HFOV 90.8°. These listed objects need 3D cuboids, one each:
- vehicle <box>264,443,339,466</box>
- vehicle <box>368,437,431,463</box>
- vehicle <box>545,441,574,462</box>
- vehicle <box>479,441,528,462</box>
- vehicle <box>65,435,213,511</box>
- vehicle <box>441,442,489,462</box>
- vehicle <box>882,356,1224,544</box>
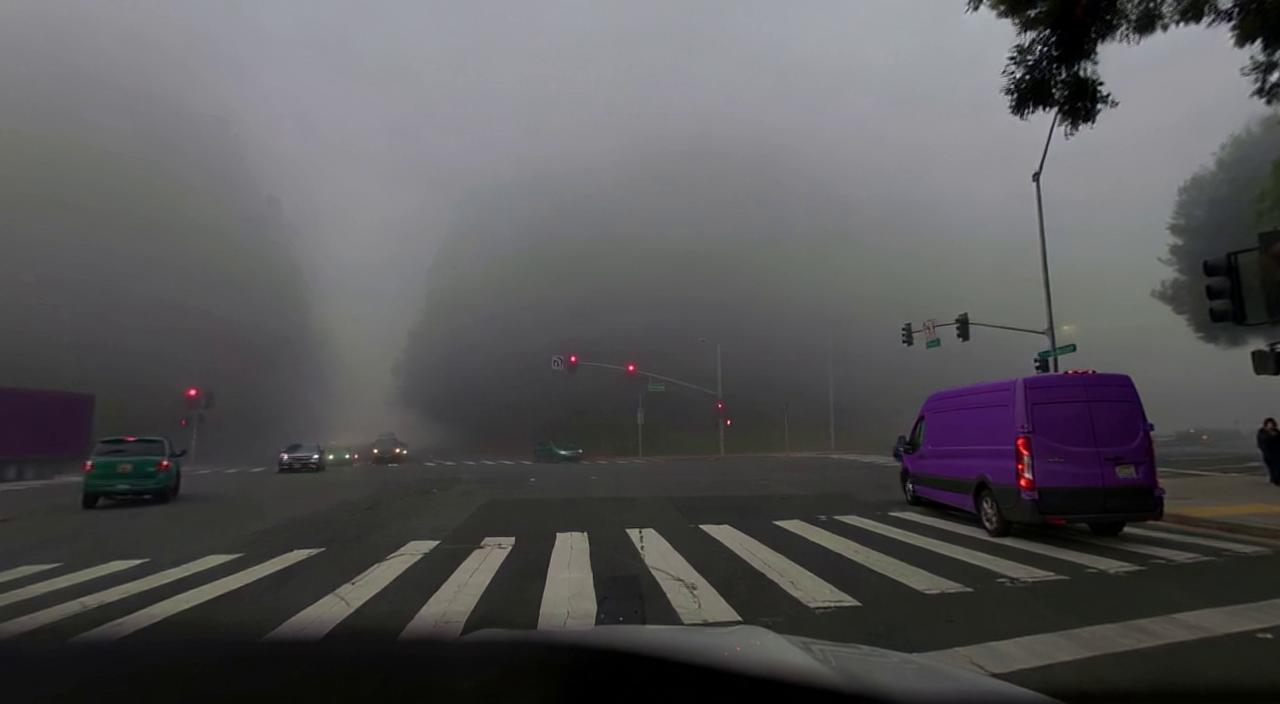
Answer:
[{"bbox_3d":[-21.834,6.643,40.998,1.859,1.415,4.591,-1,-9,8],"label":"vehicle"},{"bbox_3d":[-17.383,7.150,46.000,2.189,1.753,4.785,-1,-9,8],"label":"vehicle"},{"bbox_3d":[-5.593,6.951,44.236,1.907,1.409,3.909,1,-9,-7],"label":"vehicle"},{"bbox_3d":[-10.145,7.468,47.401,2.097,1.484,4.596,-1,-9,7],"label":"vehicle"},{"bbox_3d":[-11.697,2.788,15.118,1.993,1.496,4.524,5,-10,-29],"label":"vehicle"},{"bbox_3d":[-13.181,7.587,47.847,1.845,1.426,4.289,-1,-9,8],"label":"vehicle"},{"bbox_3d":[6.545,1.690,11.172,2.332,2.511,5.326,0,-9,0],"label":"vehicle"}]
